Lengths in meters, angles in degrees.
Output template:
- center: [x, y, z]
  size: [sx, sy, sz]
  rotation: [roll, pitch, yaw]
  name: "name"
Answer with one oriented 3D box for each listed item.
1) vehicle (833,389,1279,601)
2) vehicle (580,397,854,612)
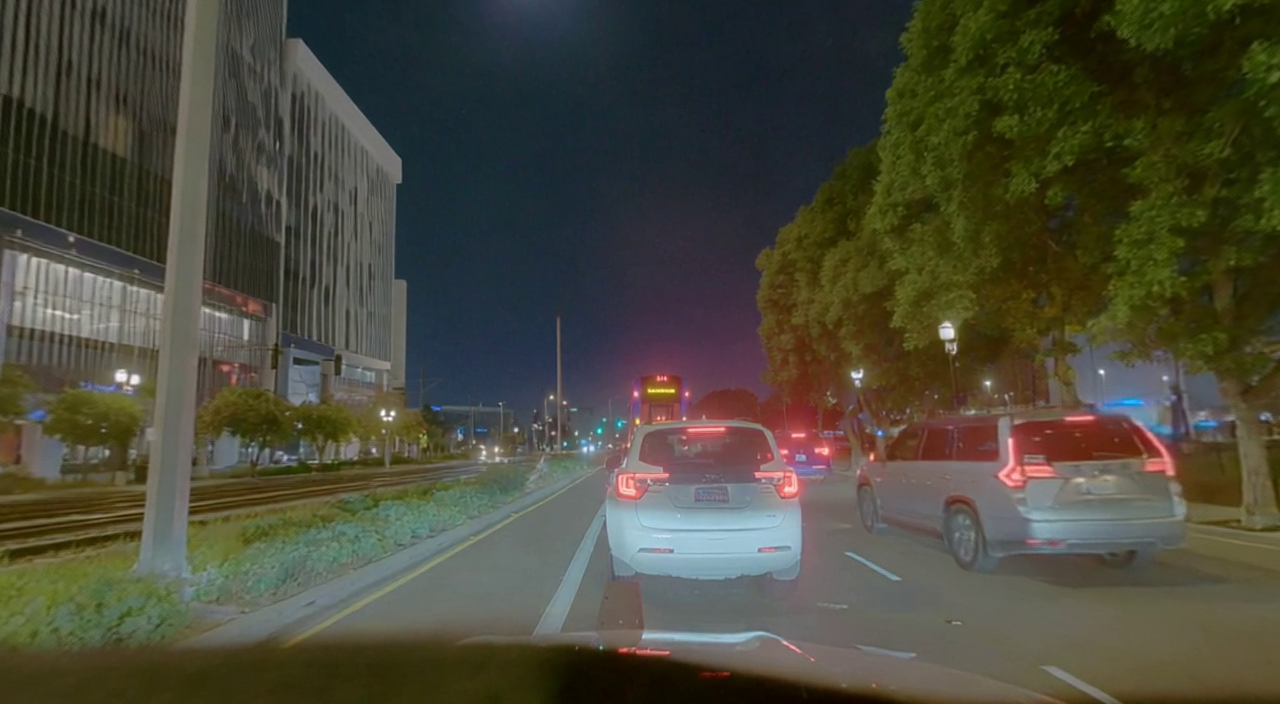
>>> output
- center: [4.323, 1.570, 7.847]
  size: [2.165, 1.760, 5.064]
  rotation: [0, -9, -1]
  name: "vehicle"
- center: [0.509, 1.515, 7.130]
  size: [2.190, 1.684, 4.084]
  rotation: [0, -9, -3]
  name: "vehicle"
